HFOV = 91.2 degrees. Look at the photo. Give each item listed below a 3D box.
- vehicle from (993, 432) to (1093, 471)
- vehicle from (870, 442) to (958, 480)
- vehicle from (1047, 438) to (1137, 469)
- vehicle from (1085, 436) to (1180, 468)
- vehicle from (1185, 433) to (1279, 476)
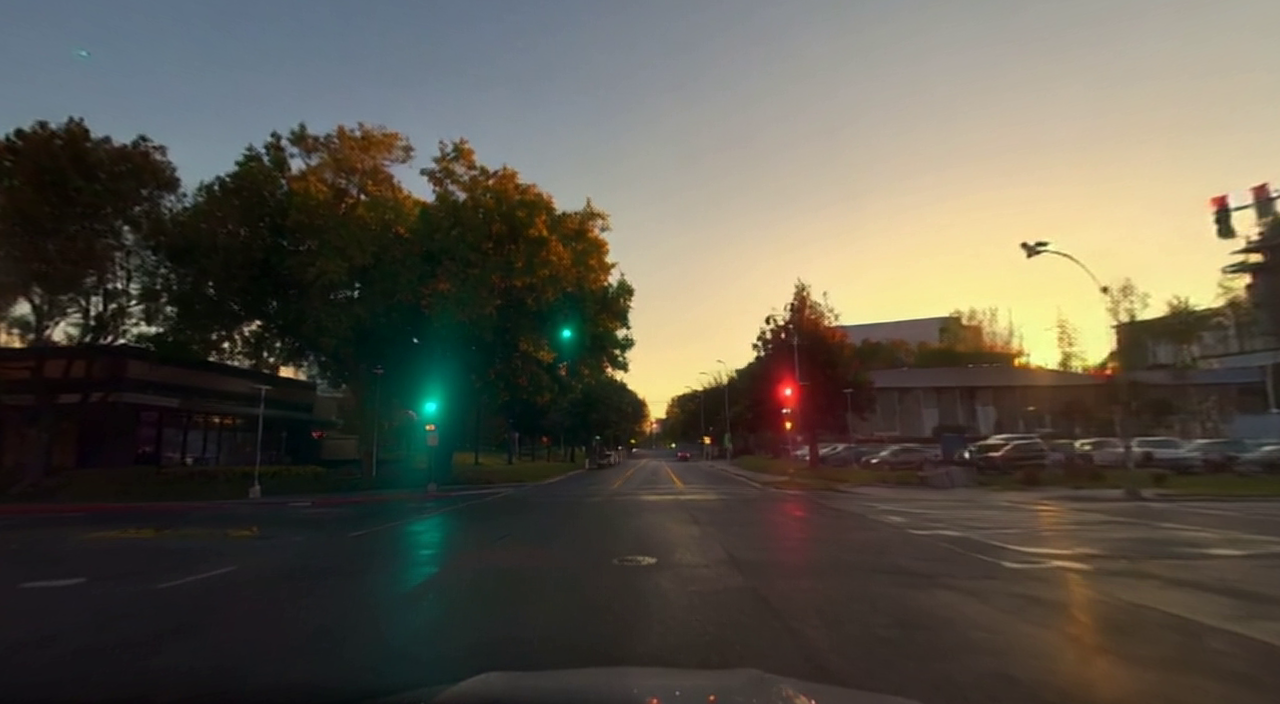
[{"bbox_3d":[17.654,4.315,27.368,4.522,1.546,1.941,5,-10,-34],"label":"vehicle"},{"bbox_3d":[11.917,4.660,27.159,4.295,1.508,1.955,8,-12,-44],"label":"vehicle"},{"bbox_3d":[22.702,5.095,31.640,1.923,1.463,3.758,-1,-8,5],"label":"vehicle"},{"bbox_3d":[25.179,5.095,32.208,1.900,1.493,3.910,-1,-8,5],"label":"vehicle"},{"bbox_3d":[21.550,3.561,21.946,1.851,1.388,3.475,-1,-9,3],"label":"vehicle"}]
